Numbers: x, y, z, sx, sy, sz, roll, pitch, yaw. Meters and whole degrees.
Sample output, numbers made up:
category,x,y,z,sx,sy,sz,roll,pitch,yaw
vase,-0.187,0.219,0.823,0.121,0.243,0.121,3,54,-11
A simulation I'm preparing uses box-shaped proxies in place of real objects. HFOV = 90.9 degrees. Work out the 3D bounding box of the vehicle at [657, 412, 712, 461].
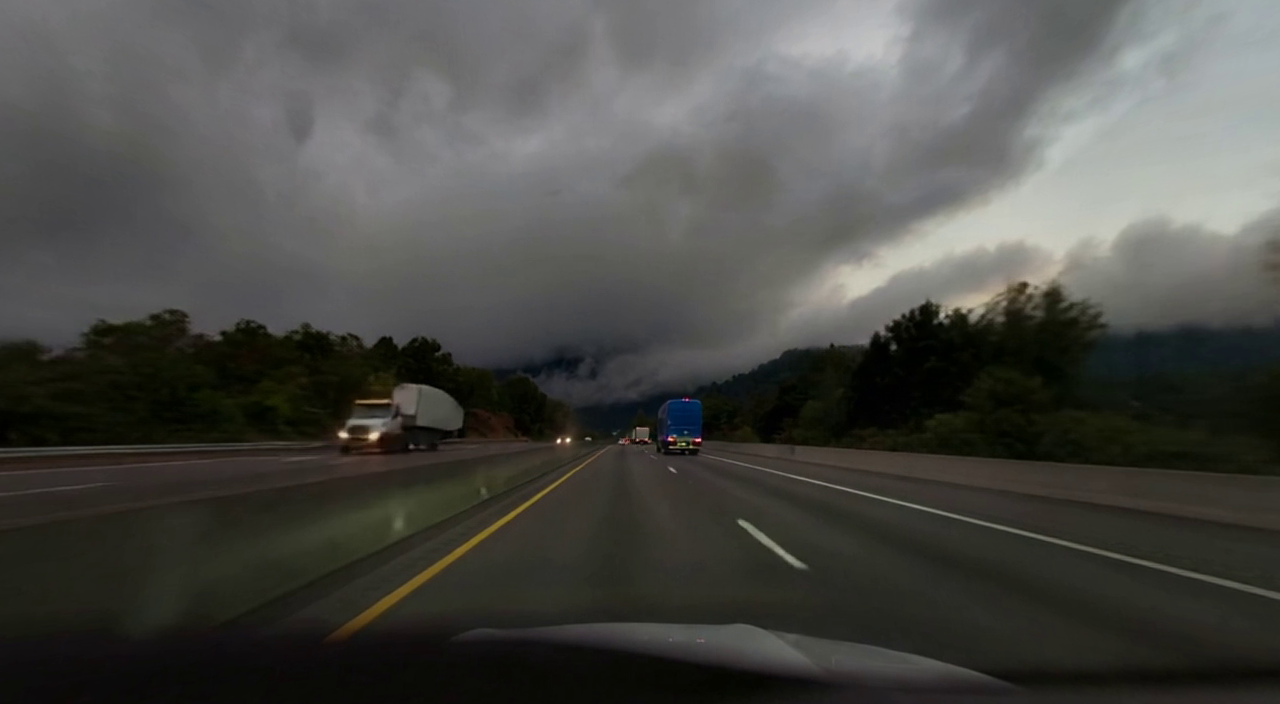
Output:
category,x,y,z,sx,sy,sz,roll,pitch,yaw
vehicle,2.480,4.961,37.043,2.570,2.596,6.082,0,-8,-2

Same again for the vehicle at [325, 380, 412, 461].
category,x,y,z,sx,sy,sz,roll,pitch,yaw
vehicle,-13.782,3.521,32.229,2.973,3.886,2.899,0,-8,0
